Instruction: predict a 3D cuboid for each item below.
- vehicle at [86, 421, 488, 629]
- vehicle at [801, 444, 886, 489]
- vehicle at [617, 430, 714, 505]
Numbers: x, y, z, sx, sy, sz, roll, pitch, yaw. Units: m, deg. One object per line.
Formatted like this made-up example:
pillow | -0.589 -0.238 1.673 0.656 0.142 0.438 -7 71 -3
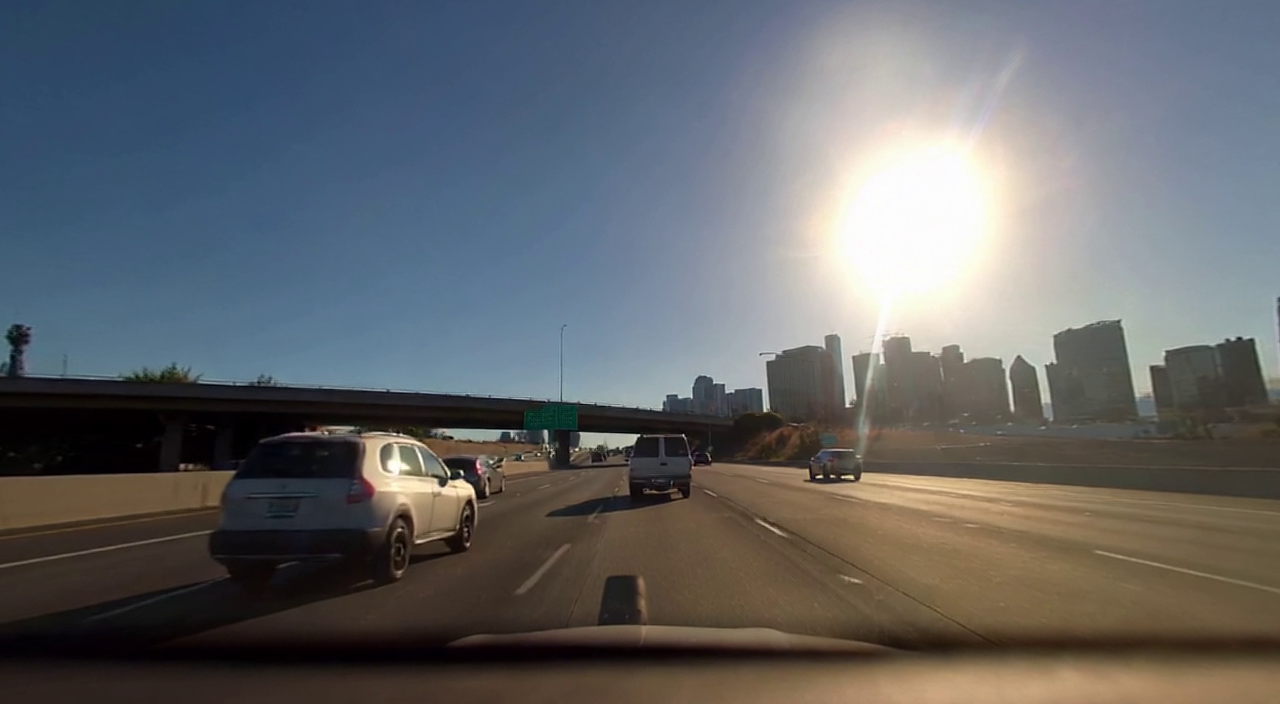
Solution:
vehicle | -3.348 1.726 7.182 2.099 1.640 4.134 -1 -9 1
vehicle | 8.786 4.984 27.611 2.133 1.770 4.537 0 -9 -1
vehicle | 0.697 3.733 20.685 2.732 2.065 5.826 0 -9 0
